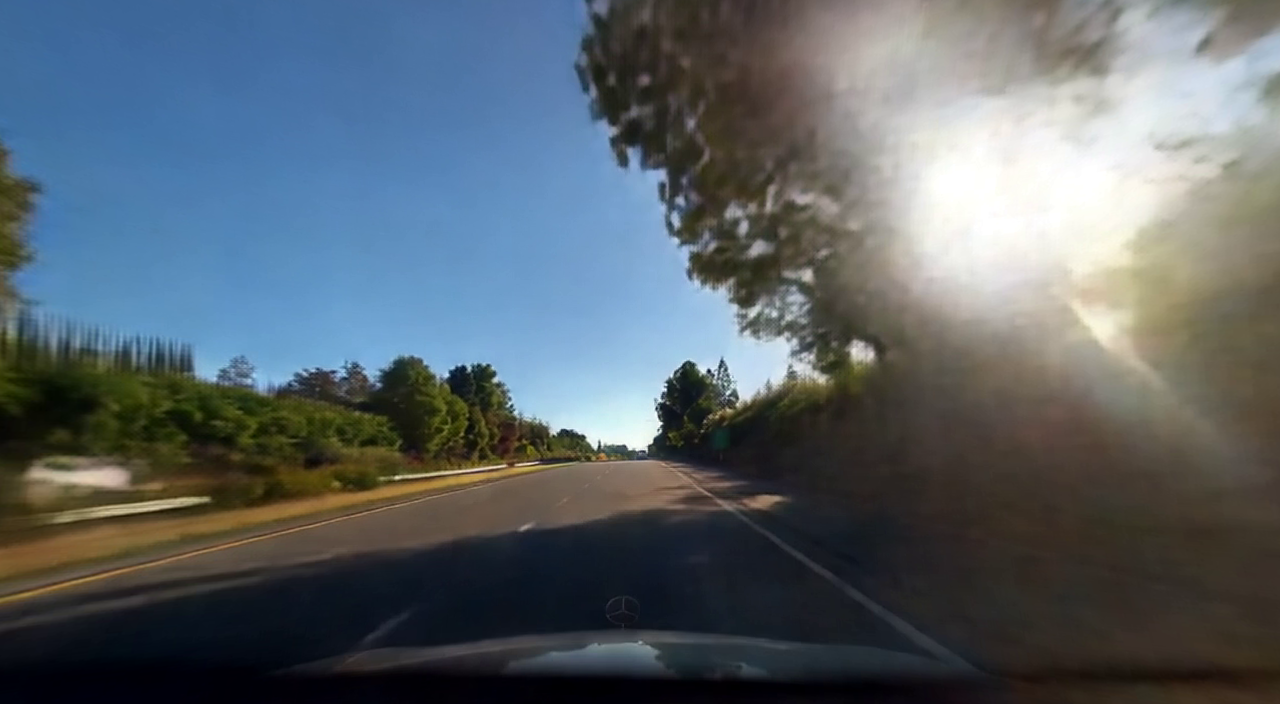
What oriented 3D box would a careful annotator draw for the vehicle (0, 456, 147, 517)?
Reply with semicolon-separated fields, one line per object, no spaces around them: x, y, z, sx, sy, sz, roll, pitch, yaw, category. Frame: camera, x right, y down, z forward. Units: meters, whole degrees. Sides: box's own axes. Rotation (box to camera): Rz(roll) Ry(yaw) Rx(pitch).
-16.597;3.631;17.515;2.012;1.417;4.618;0;-9;1;vehicle
